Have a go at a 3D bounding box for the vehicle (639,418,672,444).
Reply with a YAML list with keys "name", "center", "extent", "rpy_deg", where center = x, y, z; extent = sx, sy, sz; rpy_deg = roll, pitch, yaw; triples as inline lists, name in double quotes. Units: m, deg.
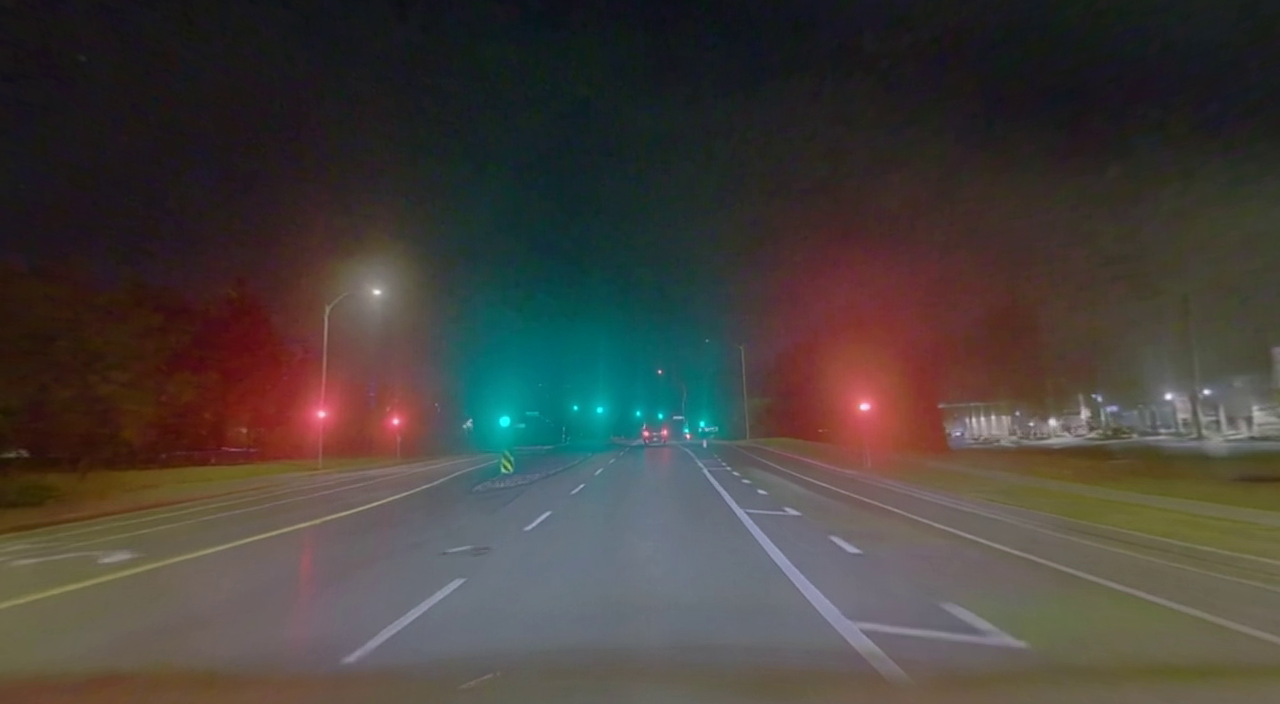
- name: "vehicle"
  center: [1.157, 6.217, 49.258]
  extent: [2.371, 1.926, 5.099]
  rpy_deg: [0, -8, 0]
